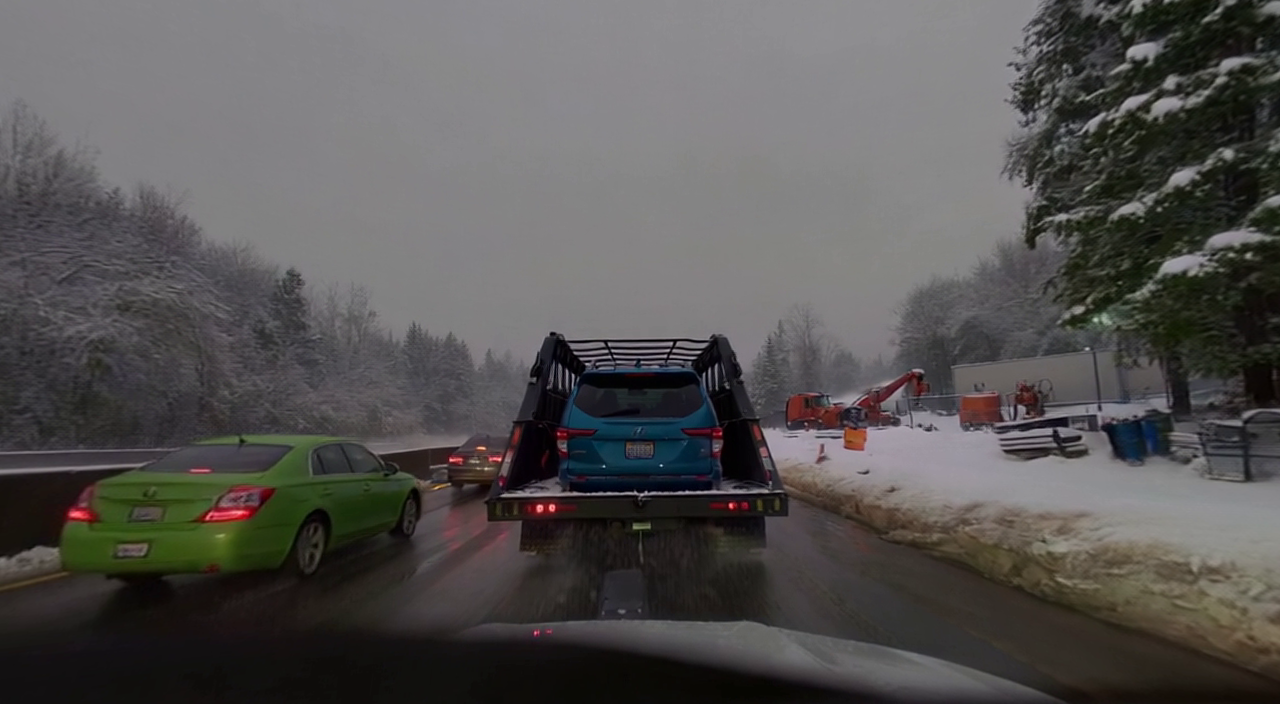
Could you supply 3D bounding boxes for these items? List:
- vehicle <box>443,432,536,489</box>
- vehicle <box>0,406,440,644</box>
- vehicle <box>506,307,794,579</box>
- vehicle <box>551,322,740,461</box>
[{"bbox_3d":[-4.816,3.547,20.950,2.057,1.665,4.572,0,-9,-1],"label":"vehicle"},{"bbox_3d":[-3.951,1.485,6.597,2.155,1.513,4.964,0,-9,-1],"label":"vehicle"},{"bbox_3d":[-0.186,1.626,11.312,2.735,2.597,10.435,1,-9,-3],"label":"vehicle"},{"bbox_3d":[-0.057,0.797,9.622,2.156,1.604,4.680,0,-9,-3],"label":"vehicle"}]
